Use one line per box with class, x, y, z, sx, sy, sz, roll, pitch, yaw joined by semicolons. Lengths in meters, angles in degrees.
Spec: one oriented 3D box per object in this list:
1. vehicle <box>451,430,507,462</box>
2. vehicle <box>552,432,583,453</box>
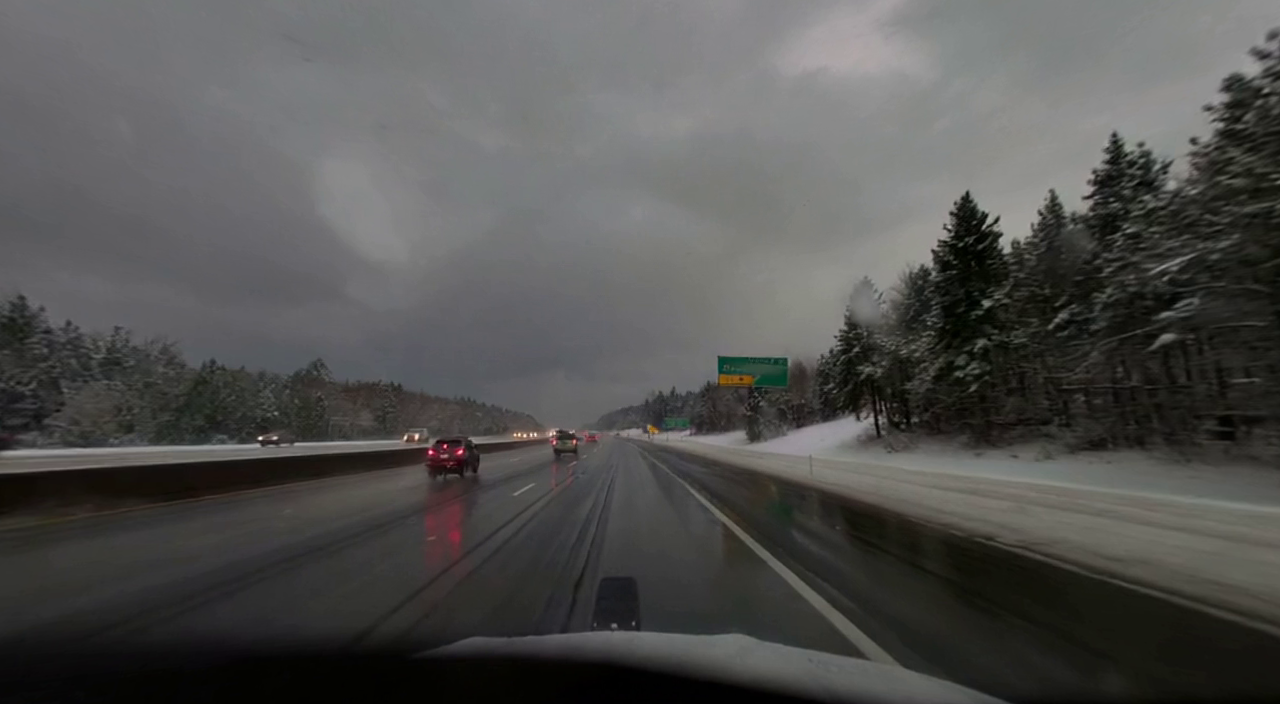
vehicle;-8.419;4.941;33.320;1.965;1.605;4.115;0;-8;-2
vehicle;-5.525;6.949;48.546;1.958;1.580;3.961;0;-8;0
